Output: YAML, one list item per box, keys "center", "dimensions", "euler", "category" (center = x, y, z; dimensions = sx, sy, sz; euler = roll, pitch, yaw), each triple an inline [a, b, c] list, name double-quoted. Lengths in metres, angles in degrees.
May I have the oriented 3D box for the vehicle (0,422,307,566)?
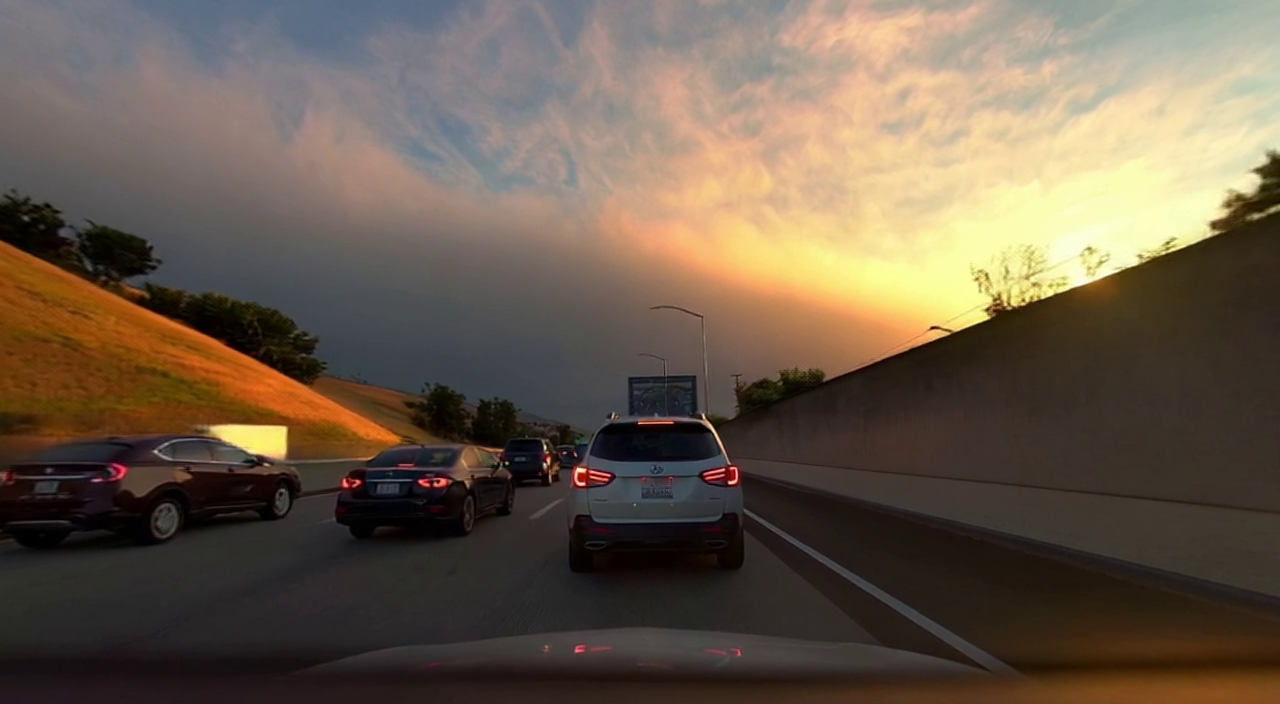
- center: [-7.479, 2.051, 9.865]
  dimensions: [1.986, 1.700, 4.558]
  euler: [0, -9, 1]
  category: "vehicle"

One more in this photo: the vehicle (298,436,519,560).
- center: [-3.250, 2.121, 9.840]
  dimensions: [1.917, 1.506, 3.949]
  euler: [0, -9, 1]
  category: "vehicle"

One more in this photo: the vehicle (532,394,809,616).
- center: [0.207, 1.633, 7.790]
  dimensions: [2.210, 1.760, 5.303]
  euler: [0, -9, -1]
  category: "vehicle"
